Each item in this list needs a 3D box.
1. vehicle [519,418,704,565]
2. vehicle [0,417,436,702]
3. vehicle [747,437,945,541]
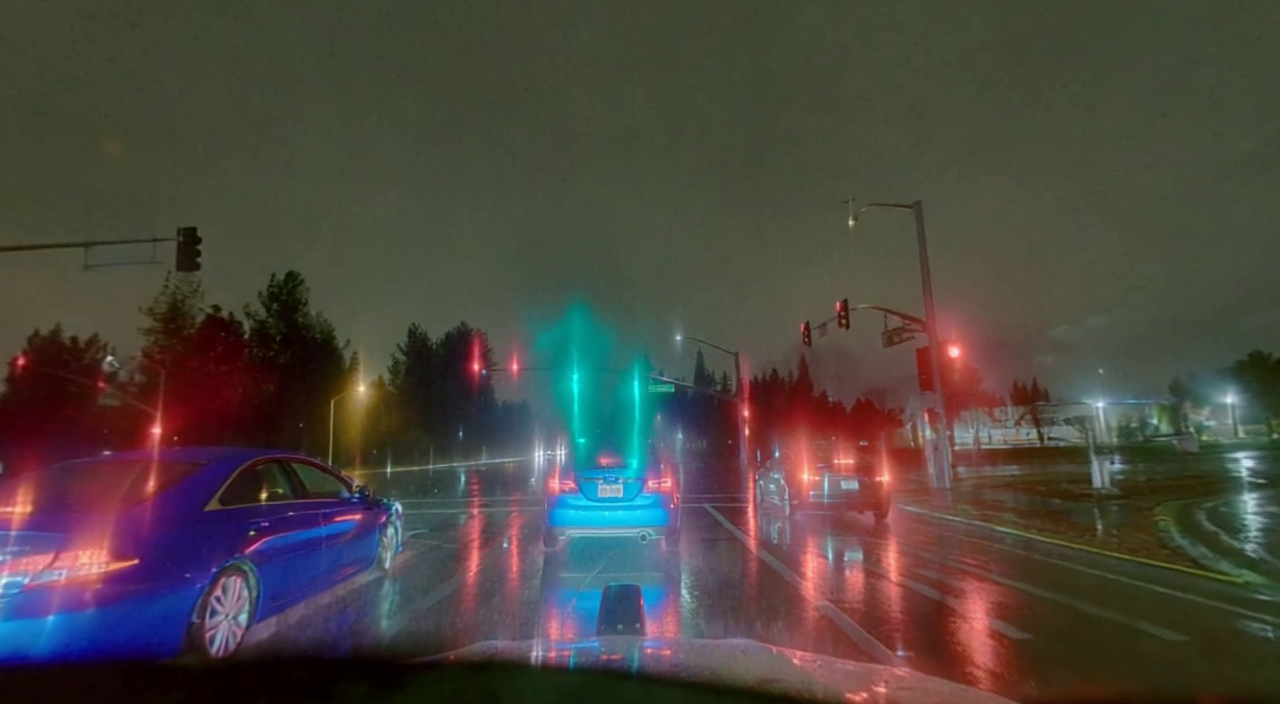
[{"bbox_3d":[-0.348,1.833,8.987,2.038,1.599,3.844,0,-8,-1],"label":"vehicle"},{"bbox_3d":[-3.578,1.421,5.602,2.052,1.472,4.479,0,-8,0],"label":"vehicle"},{"bbox_3d":[3.295,2.274,11.196,1.970,1.449,4.433,0,-8,-1],"label":"vehicle"}]
